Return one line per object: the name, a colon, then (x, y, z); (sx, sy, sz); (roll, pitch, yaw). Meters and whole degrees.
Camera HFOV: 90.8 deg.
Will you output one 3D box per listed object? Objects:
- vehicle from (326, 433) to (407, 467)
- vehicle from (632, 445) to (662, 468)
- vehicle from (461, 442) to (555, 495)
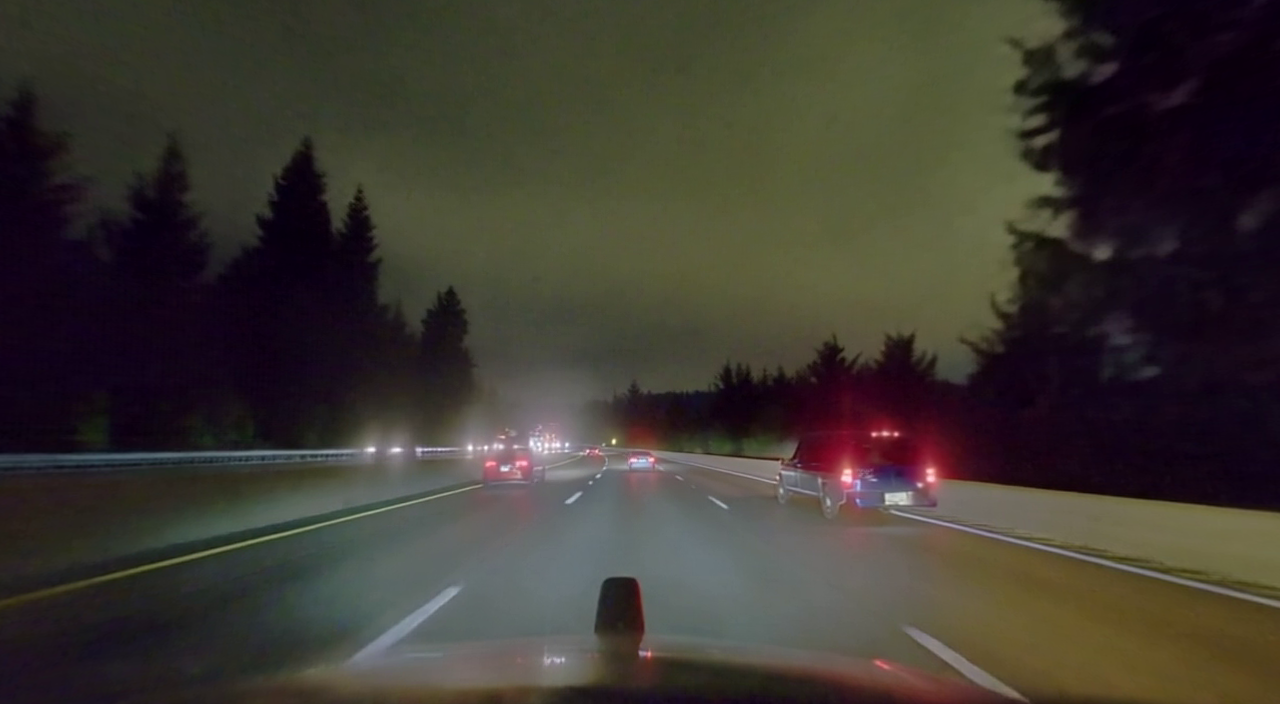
vehicle: (-13.094, 4.720, 30.574); (1.932, 1.497, 4.570); (0, -9, -1)
vehicle: (0.477, 7.435, 45.003); (2.008, 1.499, 3.192); (0, -9, -2)
vehicle: (-4.079, 3.661, 20.266); (2.054, 1.500, 4.469); (0, -9, 0)
